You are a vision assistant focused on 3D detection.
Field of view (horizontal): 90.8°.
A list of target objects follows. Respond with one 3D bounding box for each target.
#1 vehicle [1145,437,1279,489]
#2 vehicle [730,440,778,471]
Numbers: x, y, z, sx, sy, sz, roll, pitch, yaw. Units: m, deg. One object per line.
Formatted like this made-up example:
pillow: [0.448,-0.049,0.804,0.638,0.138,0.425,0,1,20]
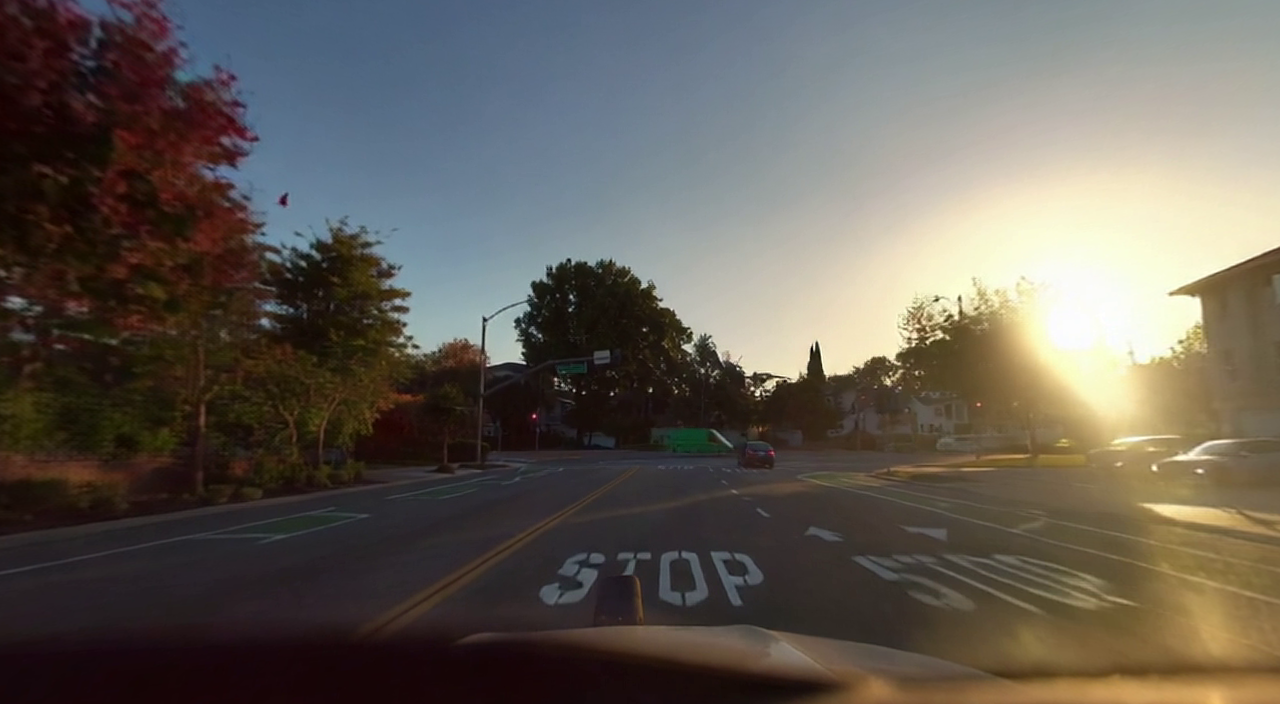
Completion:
vehicle: [17.983,3.279,18.857,4.104,1.449,1.896,-1,-8,2]
vehicle: [5.952,5.455,33.428,1.947,1.485,4.336,-1,-8,3]
